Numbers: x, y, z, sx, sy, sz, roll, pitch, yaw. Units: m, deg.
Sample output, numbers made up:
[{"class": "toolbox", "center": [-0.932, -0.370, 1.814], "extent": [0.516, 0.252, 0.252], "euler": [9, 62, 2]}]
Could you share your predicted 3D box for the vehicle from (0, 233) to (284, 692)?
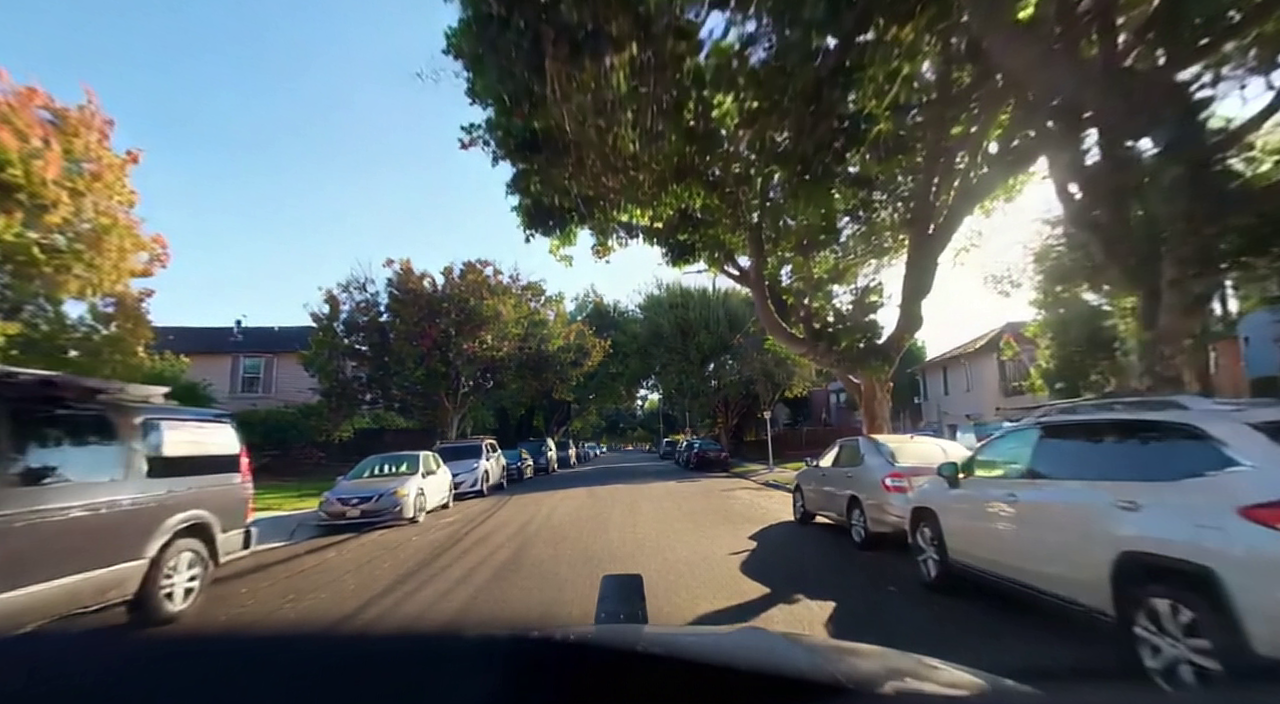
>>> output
[{"class": "vehicle", "center": [-4.936, 0.609, 3.428], "extent": [2.330, 2.676, 6.346], "euler": [0, -8, -1]}]

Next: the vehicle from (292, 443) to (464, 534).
[{"class": "vehicle", "center": [-4.981, 2.600, 12.793], "extent": [1.901, 1.486, 4.422], "euler": [1, -9, -5]}]

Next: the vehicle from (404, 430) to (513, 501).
[{"class": "vehicle", "center": [-5.287, 3.353, 19.165], "extent": [2.042, 1.850, 4.758], "euler": [0, -8, -2]}]

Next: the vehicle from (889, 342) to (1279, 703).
[{"class": "vehicle", "center": [3.774, 1.100, 4.308], "extent": [2.121, 1.778, 4.916], "euler": [0, -9, 0]}]

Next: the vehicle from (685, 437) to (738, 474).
[{"class": "vehicle", "center": [3.505, 5.179, 31.915], "extent": [1.994, 1.710, 4.699], "euler": [0, -9, -1]}]
